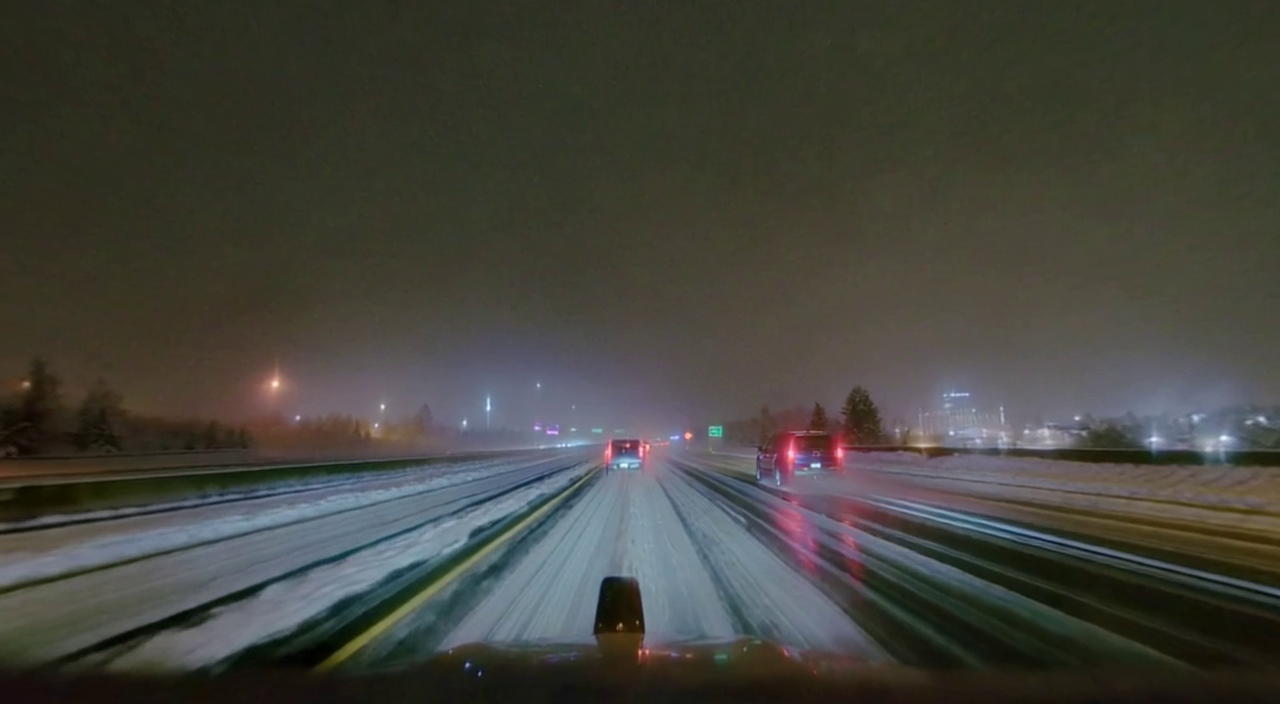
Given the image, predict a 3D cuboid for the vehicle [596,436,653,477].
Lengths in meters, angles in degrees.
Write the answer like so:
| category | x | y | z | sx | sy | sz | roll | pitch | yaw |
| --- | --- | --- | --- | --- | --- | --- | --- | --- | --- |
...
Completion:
| category | x | y | z | sx | sy | sz | roll | pitch | yaw |
| --- | --- | --- | --- | --- | --- | --- | --- | --- | --- |
| vehicle | -0.589 | 4.308 | 26.119 | 2.147 | 1.576 | 3.964 | 0 | -8 | 0 |
